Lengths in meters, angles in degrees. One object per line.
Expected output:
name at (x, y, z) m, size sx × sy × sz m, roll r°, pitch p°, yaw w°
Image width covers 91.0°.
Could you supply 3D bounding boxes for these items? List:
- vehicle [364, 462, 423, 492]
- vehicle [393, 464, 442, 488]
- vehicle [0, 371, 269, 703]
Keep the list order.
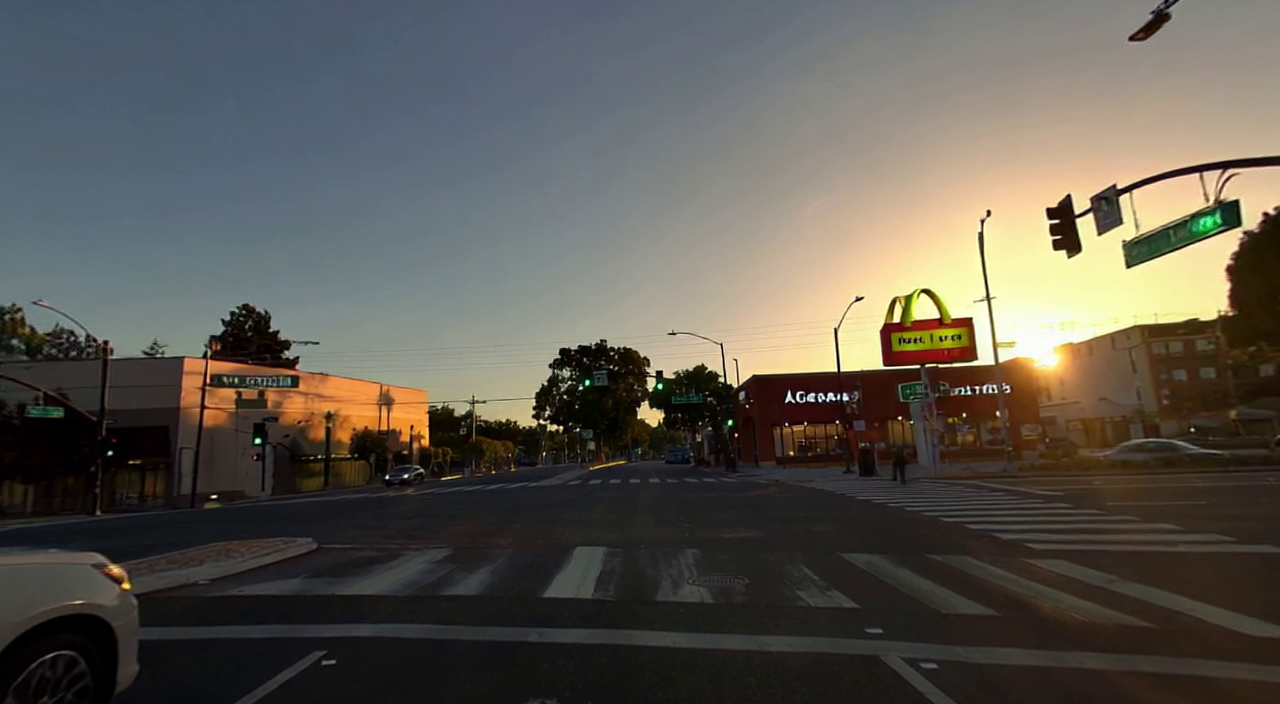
vehicle at (-19.223, 9.722, 49.460) m, size 2.227 × 2.033 × 5.614 m, roll 0°, pitch -8°, yaw 2°
vehicle at (-15.755, 8.798, 44.857) m, size 1.931 × 1.471 × 4.152 m, roll 0°, pitch -9°, yaw 0°
vehicle at (-3.415, 0.789, 1.556) m, size 2.081 × 1.644 × 4.523 m, roll 0°, pitch -9°, yaw 2°
